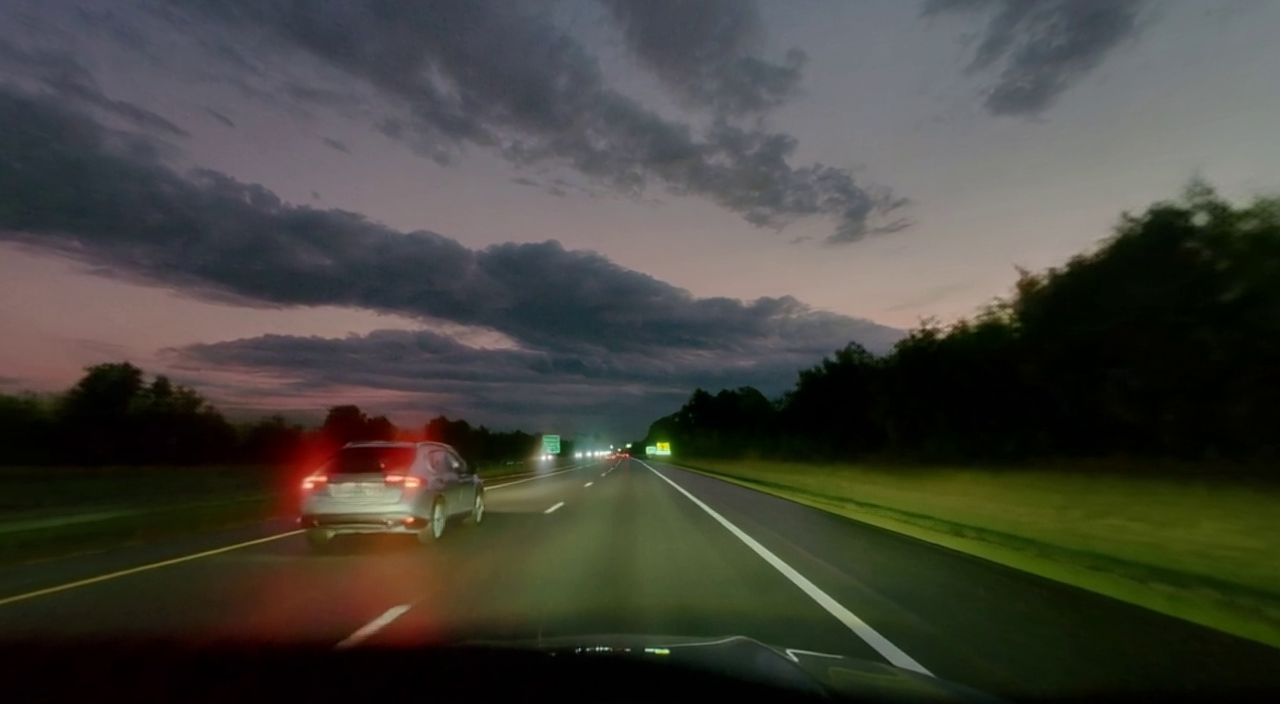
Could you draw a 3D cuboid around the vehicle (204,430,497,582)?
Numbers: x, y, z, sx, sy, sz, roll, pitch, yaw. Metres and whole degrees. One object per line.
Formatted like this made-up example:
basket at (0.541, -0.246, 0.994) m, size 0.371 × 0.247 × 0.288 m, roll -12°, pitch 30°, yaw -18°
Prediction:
vehicle at (-3.780, 2.083, 9.397) m, size 2.135 × 1.686 × 4.517 m, roll 0°, pitch -9°, yaw 1°
